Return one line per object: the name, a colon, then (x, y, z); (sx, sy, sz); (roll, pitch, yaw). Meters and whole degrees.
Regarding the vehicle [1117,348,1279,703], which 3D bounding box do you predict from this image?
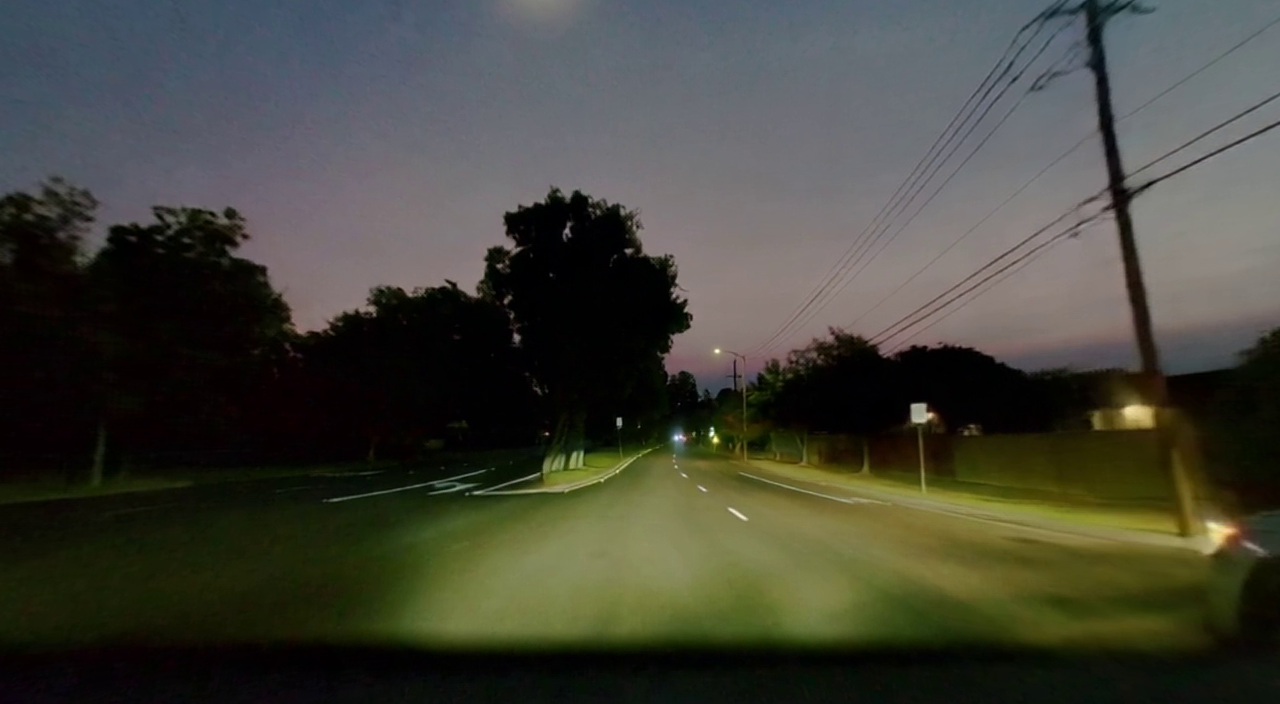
vehicle: (4.052, 0.644, 1.411); (2.193, 1.777, 4.772); (0, -9, 0)
